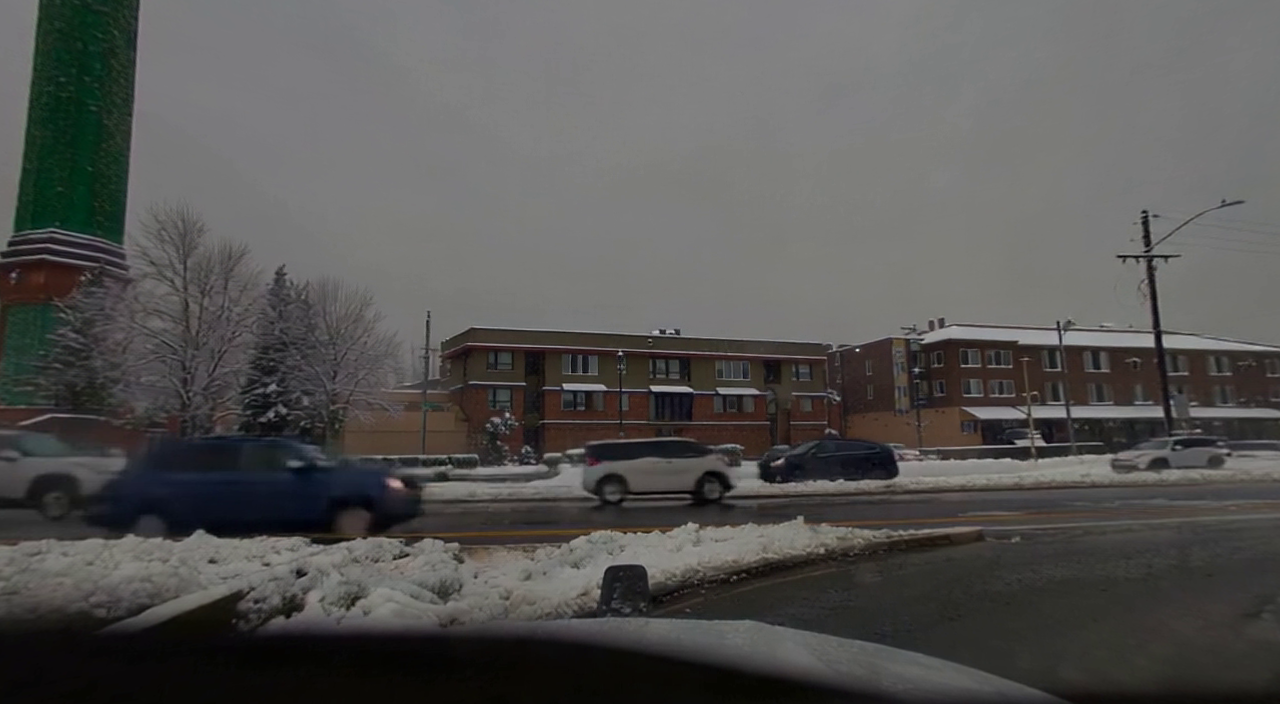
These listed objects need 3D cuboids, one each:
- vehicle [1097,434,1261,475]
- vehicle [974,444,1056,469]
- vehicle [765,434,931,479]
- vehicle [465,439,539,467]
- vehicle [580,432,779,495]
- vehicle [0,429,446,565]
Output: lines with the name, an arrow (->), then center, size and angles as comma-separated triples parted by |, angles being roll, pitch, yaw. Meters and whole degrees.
vehicle -> 20.631, 3.918, 24.211 | 4.921, 1.453, 1.894 | 1, -9, -8
vehicle -> 25.285, 7.042, 42.549 | 4.604, 1.600, 1.875 | 2, -9, -11
vehicle -> 7.347, 3.698, 22.466 | 5.371, 1.488, 1.763 | 1, -9, -10
vehicle -> -10.173, 7.463, 46.560 | 4.920, 1.956, 1.865 | -2, -9, 15
vehicle -> 0.923, 2.850, 16.375 | 4.818, 1.470, 1.989 | 1, -9, -9
vehicle -> -5.244, 1.849, 8.579 | 4.685, 1.528, 2.014 | 1, -9, -9
